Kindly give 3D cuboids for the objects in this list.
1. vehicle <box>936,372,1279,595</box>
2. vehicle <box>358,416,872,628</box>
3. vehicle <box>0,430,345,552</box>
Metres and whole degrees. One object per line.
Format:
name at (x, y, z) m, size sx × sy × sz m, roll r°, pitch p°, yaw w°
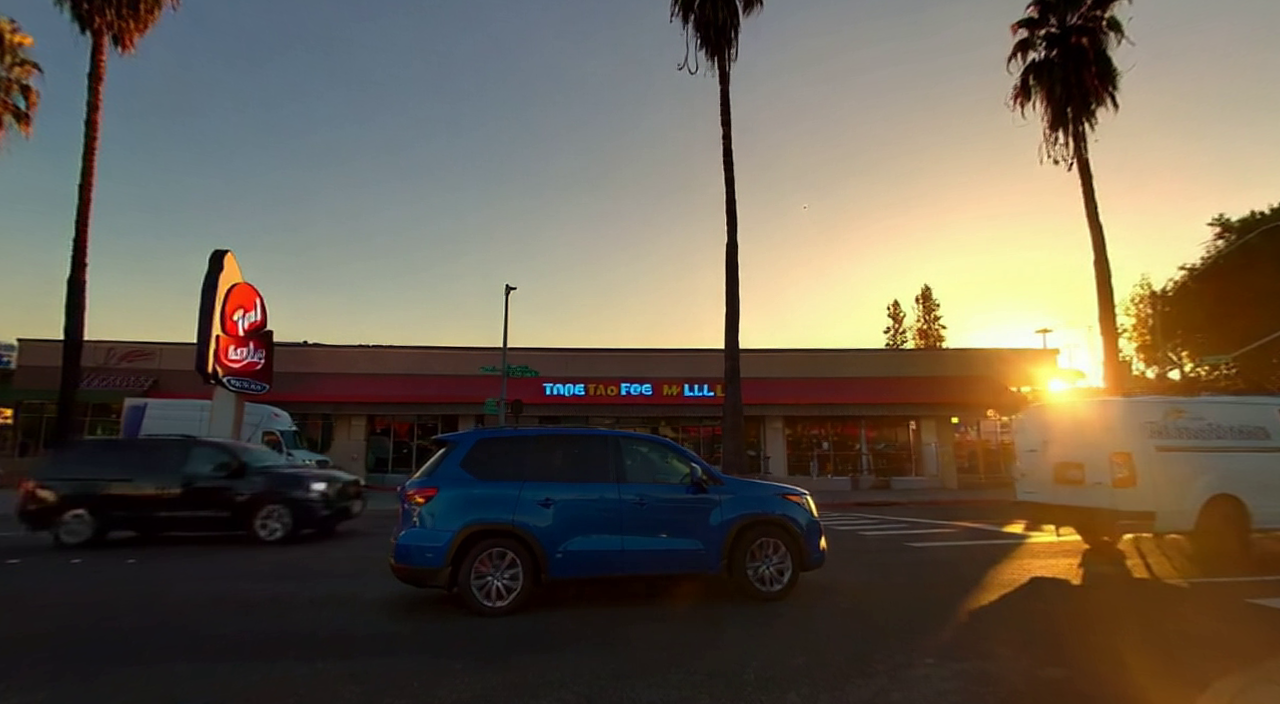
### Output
vehicle at (7.346, 1.516, 7.848) m, size 6.246 × 2.202 × 2.277 m, roll 1°, pitch -9°, yaw -7°
vehicle at (-0.239, 1.611, 6.666) m, size 4.493 × 1.728 × 2.137 m, roll 1°, pitch -9°, yaw -8°
vehicle at (-7.222, 2.062, 9.792) m, size 4.280 × 1.625 × 2.062 m, roll 1°, pitch -9°, yaw -7°
